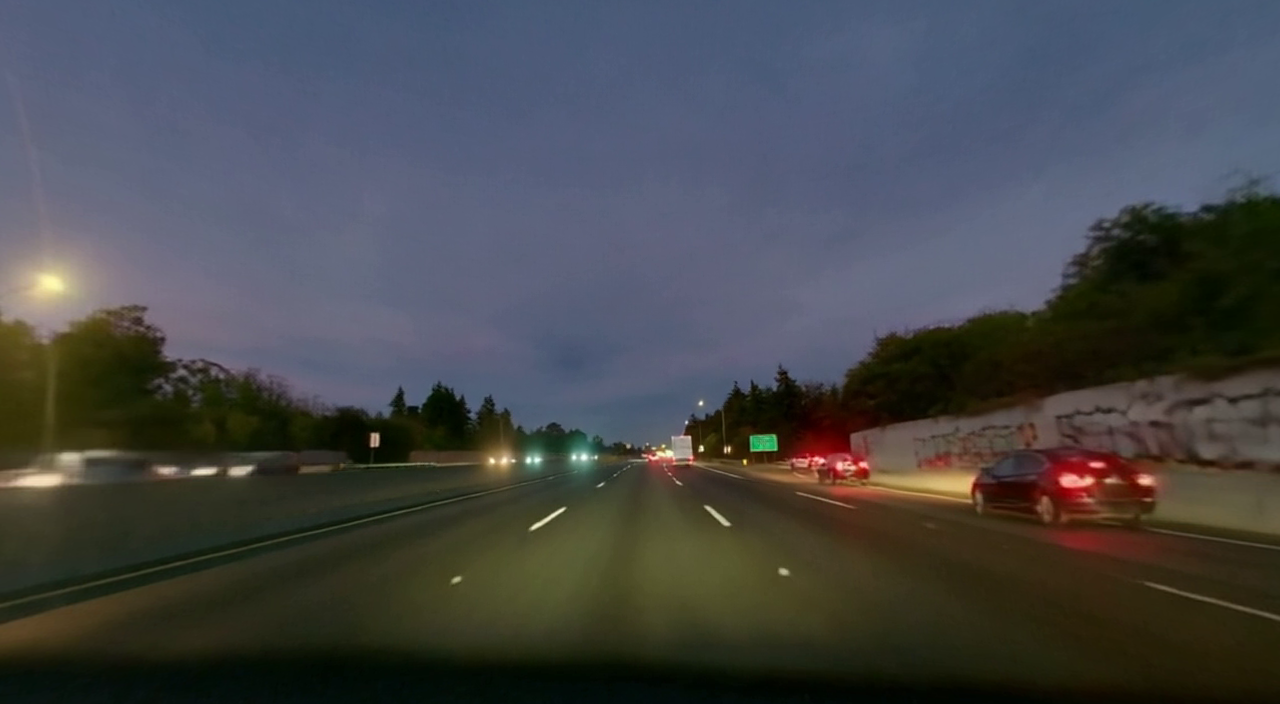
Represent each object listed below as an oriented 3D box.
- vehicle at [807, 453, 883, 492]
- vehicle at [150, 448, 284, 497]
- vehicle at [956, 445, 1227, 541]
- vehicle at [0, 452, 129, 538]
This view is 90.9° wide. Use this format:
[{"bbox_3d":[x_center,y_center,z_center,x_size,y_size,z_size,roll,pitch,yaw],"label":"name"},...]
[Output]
[{"bbox_3d":[8.582,5.039,26.788,1.842,1.475,4.479,0,-9,2],"label":"vehicle"},{"bbox_3d":[-15.955,4.543,24.107,2.031,1.693,4.355,0,-9,1],"label":"vehicle"},{"bbox_3d":[8.278,2.587,12.251,1.907,1.495,4.517,0,-9,0],"label":"vehicle"},{"bbox_3d":[-11.928,2.512,11.166,1.957,1.454,4.414,0,-9,1],"label":"vehicle"}]
